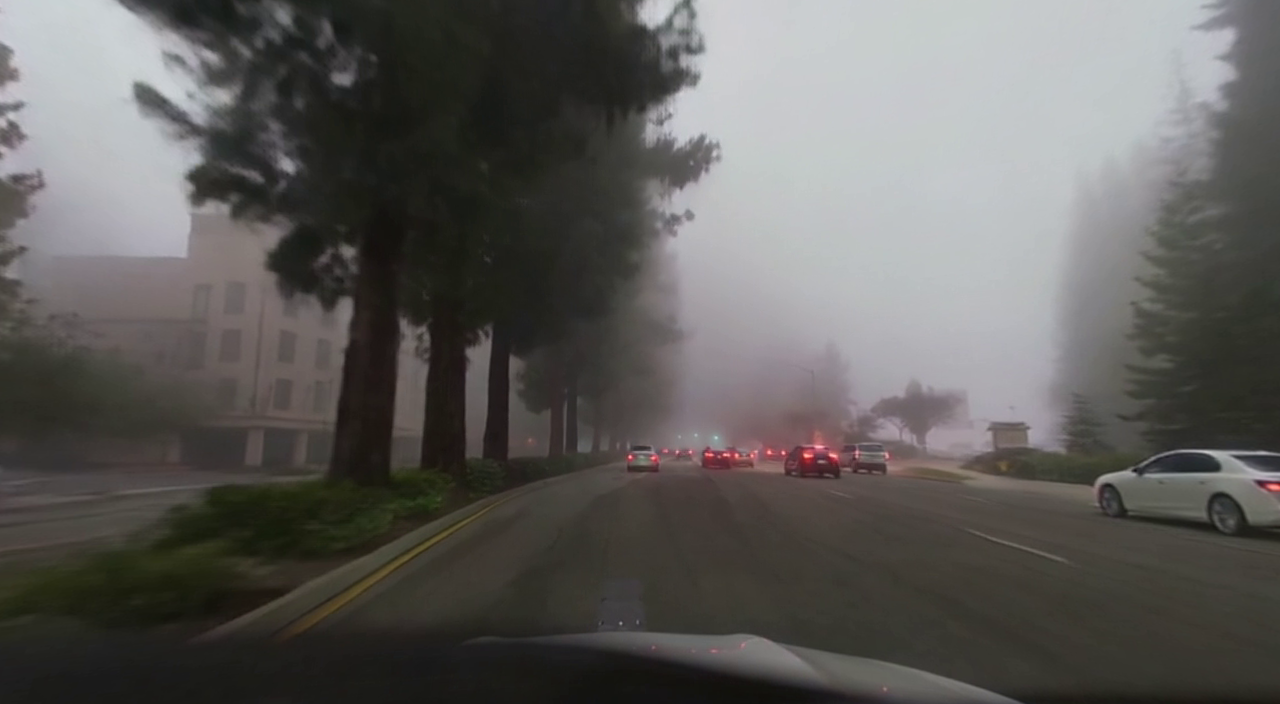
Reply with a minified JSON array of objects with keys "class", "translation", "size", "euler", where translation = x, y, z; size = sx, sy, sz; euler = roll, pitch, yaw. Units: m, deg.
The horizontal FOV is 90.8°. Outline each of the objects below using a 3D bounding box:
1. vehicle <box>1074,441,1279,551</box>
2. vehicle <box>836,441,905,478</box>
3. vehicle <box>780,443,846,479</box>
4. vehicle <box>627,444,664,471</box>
[{"class":"vehicle","translation":[9.923,2.292,10.796],"size":[1.888,1.508,4.646],"euler":[0,-8,3]},{"class":"vehicle","translation":[11.470,5.354,31.733],"size":[1.945,1.687,4.292],"euler":[0,-8,2]},{"class":"vehicle","translation":[7.650,4.838,28.380],"size":[2.020,1.472,3.958],"euler":[0,-8,3]},{"class":"vehicle","translation":[0.359,6.098,36.680],"size":[2.077,1.477,3.897],"euler":[0,-8,2]}]
